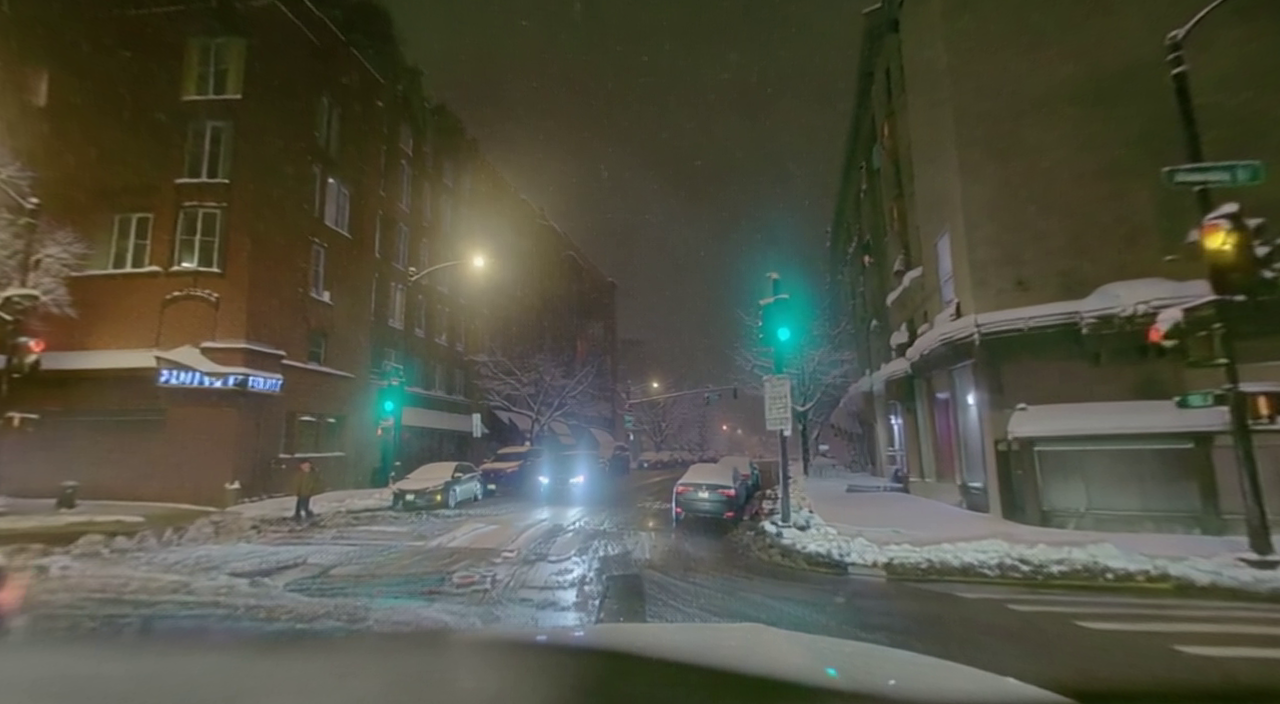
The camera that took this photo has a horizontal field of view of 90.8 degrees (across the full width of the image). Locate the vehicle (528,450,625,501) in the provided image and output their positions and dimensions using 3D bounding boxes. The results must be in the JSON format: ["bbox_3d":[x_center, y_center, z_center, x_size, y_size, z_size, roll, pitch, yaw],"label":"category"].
[{"bbox_3d":[-2.277,4.660,24.364,2.181,1.723,4.692,-3,-9,15],"label":"vehicle"}]

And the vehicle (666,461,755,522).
[{"bbox_3d":[2.234,4.060,18.918,1.892,1.481,4.365,-3,-9,16],"label":"vehicle"}]

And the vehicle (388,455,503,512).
[{"bbox_3d":[-6.963,4.733,23.150,1.933,1.461,4.393,-7,-7,14],"label":"vehicle"}]

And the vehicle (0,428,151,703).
[{"bbox_3d":[-4.214,0.931,1.731,2.119,1.485,4.472,-1,-8,1],"label":"vehicle"}]
